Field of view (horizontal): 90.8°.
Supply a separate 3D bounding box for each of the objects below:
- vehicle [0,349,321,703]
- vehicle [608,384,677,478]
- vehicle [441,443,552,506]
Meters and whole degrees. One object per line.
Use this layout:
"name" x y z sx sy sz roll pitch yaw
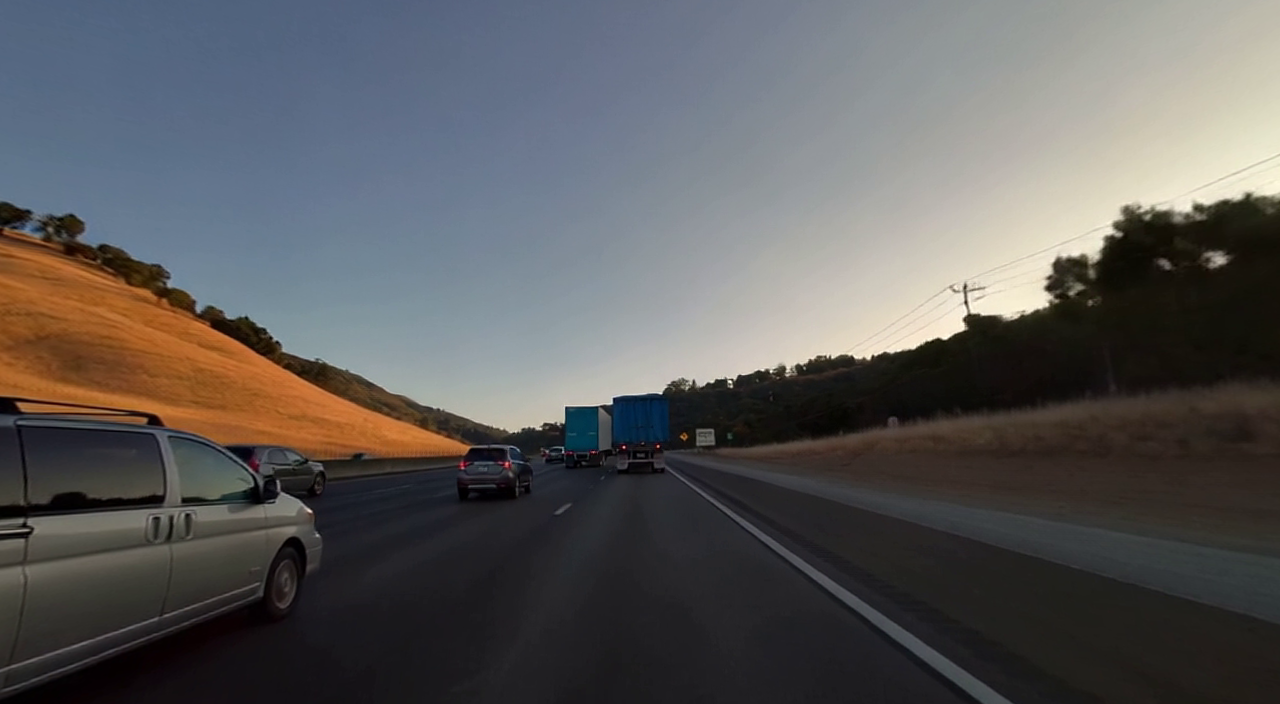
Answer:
"vehicle" -3.973 0.937 3.188 2.136 1.779 4.875 0 -8 0
"vehicle" 0.200 4.179 32.496 2.913 3.988 10.874 0 -8 1
"vehicle" -3.650 3.184 16.953 1.950 1.446 4.224 0 -8 1
